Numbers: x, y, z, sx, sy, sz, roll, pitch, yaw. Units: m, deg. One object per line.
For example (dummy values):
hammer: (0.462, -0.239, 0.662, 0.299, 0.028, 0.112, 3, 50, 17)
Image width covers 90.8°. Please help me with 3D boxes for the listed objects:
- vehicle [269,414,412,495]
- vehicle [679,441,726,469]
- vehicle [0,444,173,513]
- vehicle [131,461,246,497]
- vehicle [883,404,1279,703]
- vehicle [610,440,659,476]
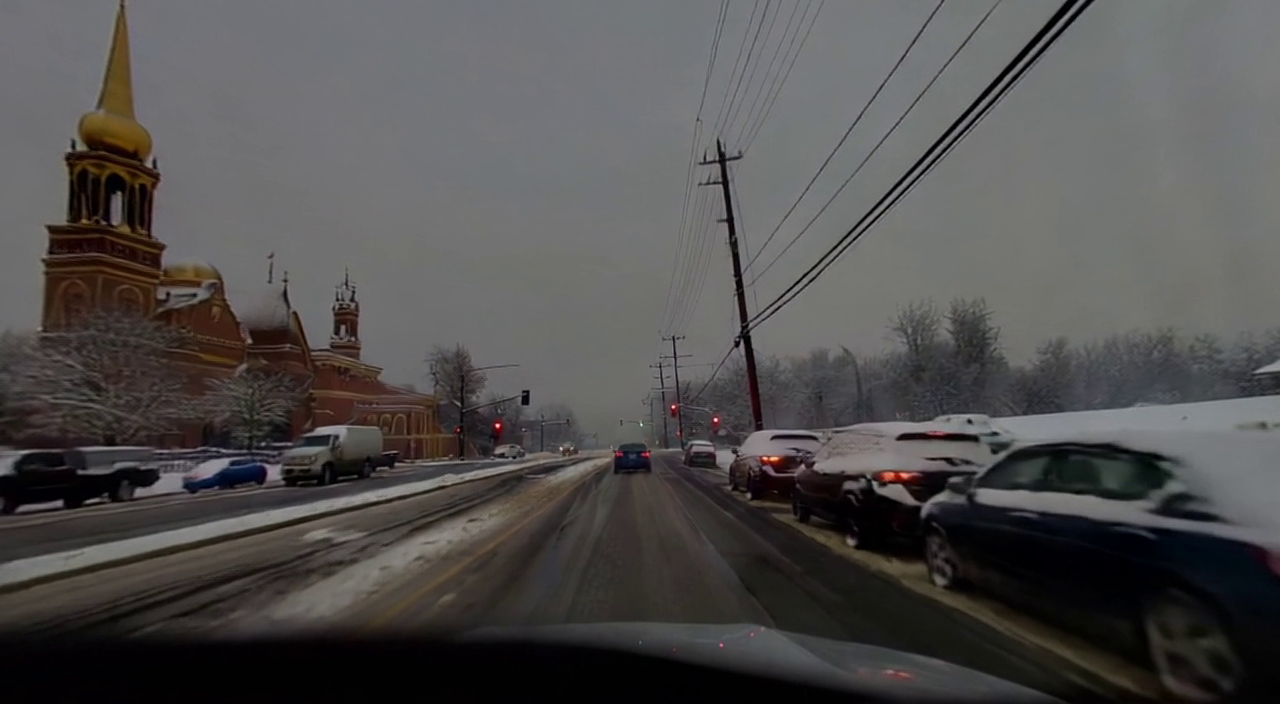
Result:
vehicle: (-12.116, 4.194, 26.244, 2.961, 2.739, 6.276, -4, -8, -1)
vehicle: (3.523, 5.915, 36.483, 1.944, 1.530, 4.539, 0, -8, -4)
vehicle: (-18.136, 3.799, 19.255, 5.873, 1.917, 2.472, -1, -8, 2)
vehicle: (-19.404, 5.464, 27.255, 3.703, 1.234, 1.683, -4, -10, 0)
vehicle: (3.610, 1.285, 4.708, 1.826, 1.523, 4.371, 0, -8, 0)
vehicle: (-0.265, 4.739, 28.507, 2.049, 1.453, 4.299, 0, -8, -1)
